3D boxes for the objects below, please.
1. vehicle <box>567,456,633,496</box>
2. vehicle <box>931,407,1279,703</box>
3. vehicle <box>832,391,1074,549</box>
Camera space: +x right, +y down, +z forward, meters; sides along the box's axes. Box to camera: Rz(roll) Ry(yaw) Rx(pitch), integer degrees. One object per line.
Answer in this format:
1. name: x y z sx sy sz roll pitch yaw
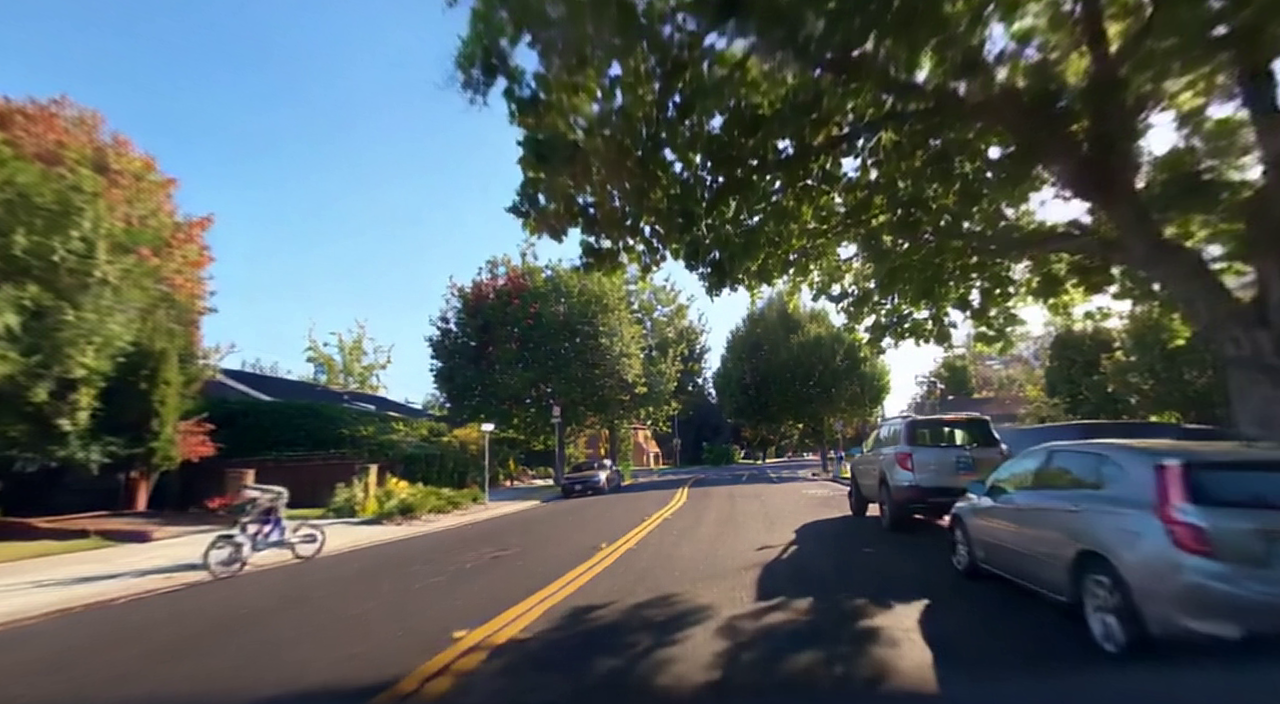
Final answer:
1. vehicle: -1.708 5.555 28.450 2.033 1.456 4.370 -4 -9 9
2. vehicle: 4.270 1.406 5.221 2.242 1.661 4.273 -1 -8 10
3. vehicle: 5.488 2.231 12.195 2.624 2.227 5.508 1 -10 9
